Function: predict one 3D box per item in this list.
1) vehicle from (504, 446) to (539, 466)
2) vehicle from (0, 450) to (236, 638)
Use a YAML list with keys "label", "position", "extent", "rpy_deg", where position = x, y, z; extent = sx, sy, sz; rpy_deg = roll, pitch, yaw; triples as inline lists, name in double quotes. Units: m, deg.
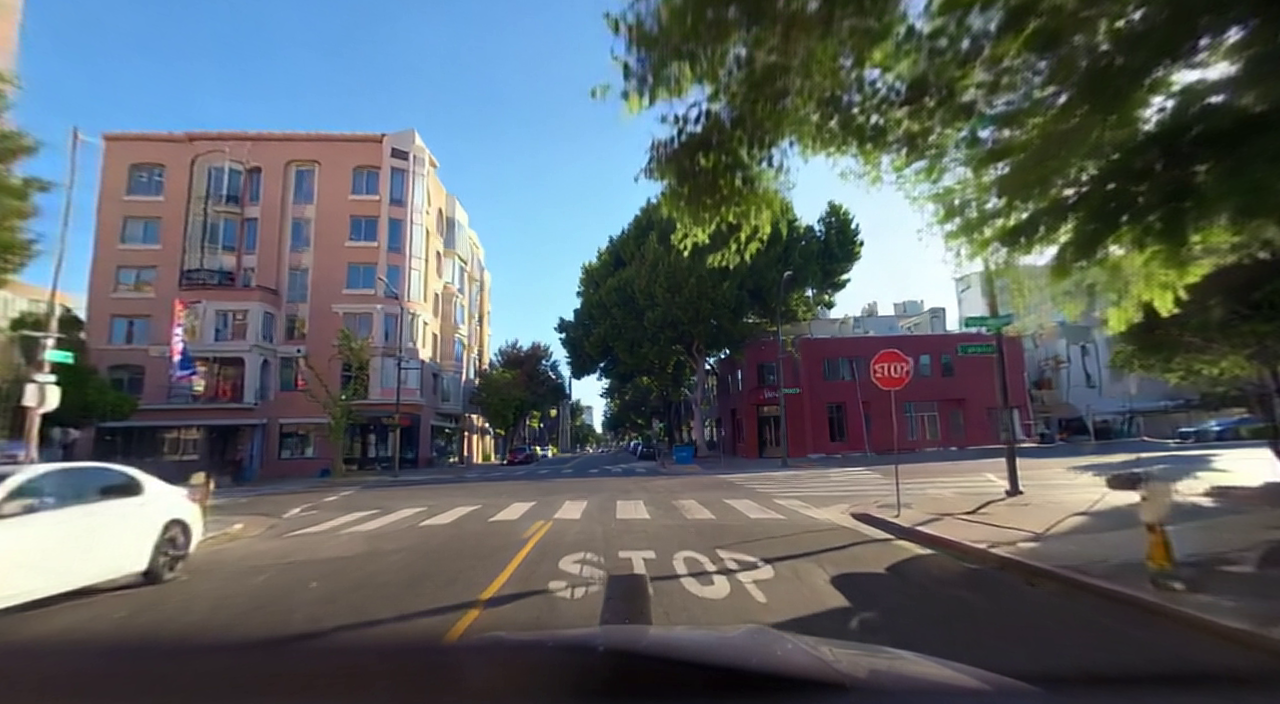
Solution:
- label: "vehicle"
  position: [-9.181, 8.099, 49.218]
  extent: [2.033, 1.491, 4.298]
  rpy_deg: [0, -8, -1]
- label: "vehicle"
  position: [-6.063, 1.653, 5.700]
  extent: [1.874, 1.460, 4.495]
  rpy_deg: [0, -8, -1]
